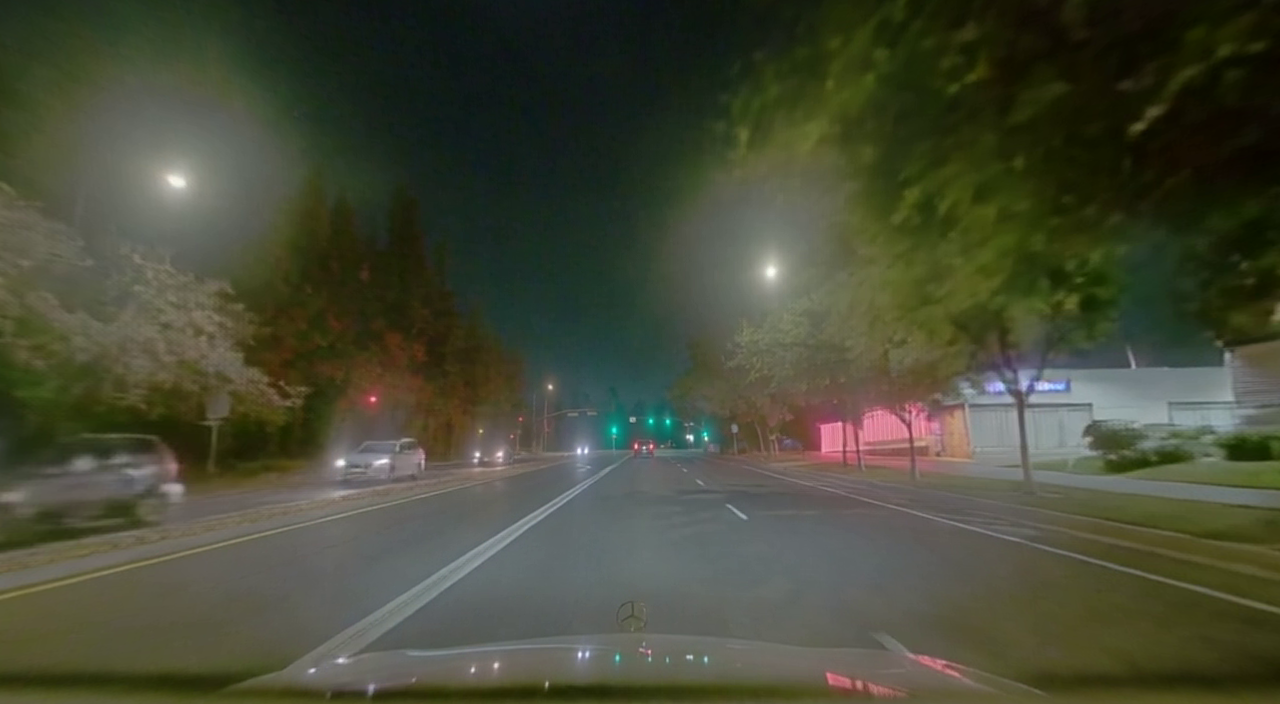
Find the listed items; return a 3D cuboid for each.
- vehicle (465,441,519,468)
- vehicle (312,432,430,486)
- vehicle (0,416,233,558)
[{"bbox_3d":[-8.703,6.069,37.463,1.946,1.470,4.443,0,-8,2],"label":"vehicle"},{"bbox_3d":[-9.817,3.930,23.547,2.230,1.777,4.797,0,-8,1],"label":"vehicle"},{"bbox_3d":[-9.018,1.961,9.794,2.250,1.747,4.492,0,-8,2],"label":"vehicle"}]
